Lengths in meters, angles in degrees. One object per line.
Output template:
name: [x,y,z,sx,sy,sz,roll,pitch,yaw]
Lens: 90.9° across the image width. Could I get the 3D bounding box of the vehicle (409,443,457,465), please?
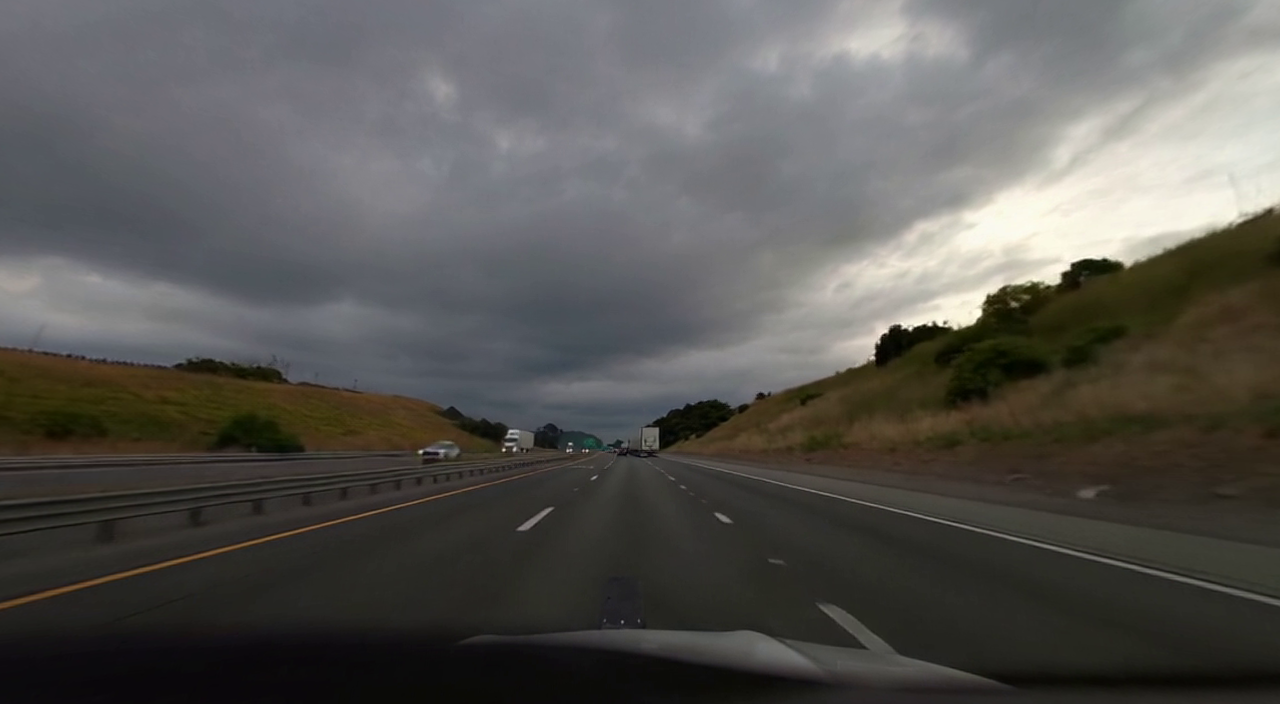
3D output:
vehicle: [-15.291,7.543,46.751,2.138,1.490,4.344,0,-9,0]
